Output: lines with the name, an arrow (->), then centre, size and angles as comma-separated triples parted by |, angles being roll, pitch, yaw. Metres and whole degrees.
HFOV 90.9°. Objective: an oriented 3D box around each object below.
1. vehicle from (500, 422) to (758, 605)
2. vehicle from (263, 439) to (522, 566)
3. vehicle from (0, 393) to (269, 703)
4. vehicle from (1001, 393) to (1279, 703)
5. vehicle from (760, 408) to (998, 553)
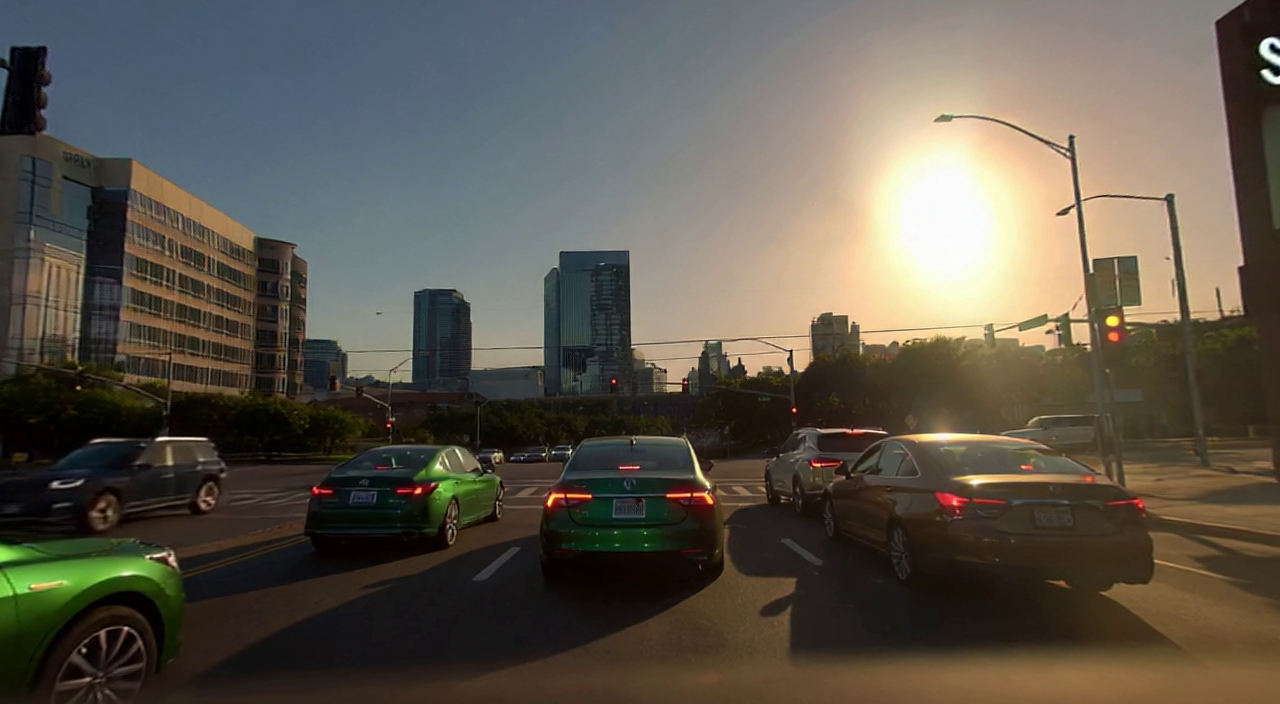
vehicle -> -0.125, 1.650, 7.368 | 2.140, 1.499, 4.119 | 0, -8, -1
vehicle -> -3.296, 2.074, 9.546 | 1.995, 1.436, 4.373 | -1, -8, 2
vehicle -> -3.476, 0.858, 1.846 | 2.016, 1.547, 4.414 | 0, -8, 1
vehicle -> 3.941, 0.975, 3.104 | 1.800, 1.519, 4.198 | 0, -8, 0
vehicle -> 3.316, 1.871, 9.826 | 1.992, 1.744, 4.183 | 0, -8, -1
